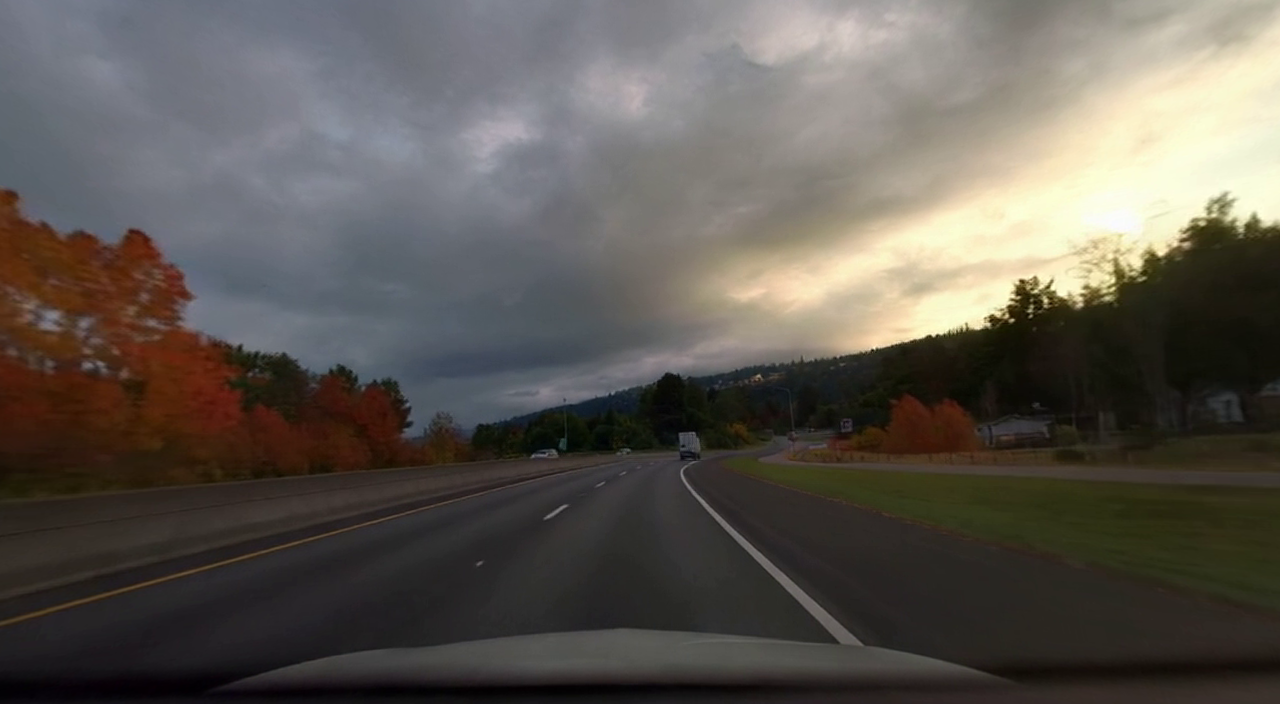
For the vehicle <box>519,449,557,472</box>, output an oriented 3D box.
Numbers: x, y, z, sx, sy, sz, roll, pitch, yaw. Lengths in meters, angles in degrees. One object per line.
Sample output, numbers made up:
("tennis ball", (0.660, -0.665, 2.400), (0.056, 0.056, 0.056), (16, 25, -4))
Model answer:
("vehicle", (-7.225, 7.712, 44.691), (1.858, 1.498, 4.096), (-1, -9, 3))
